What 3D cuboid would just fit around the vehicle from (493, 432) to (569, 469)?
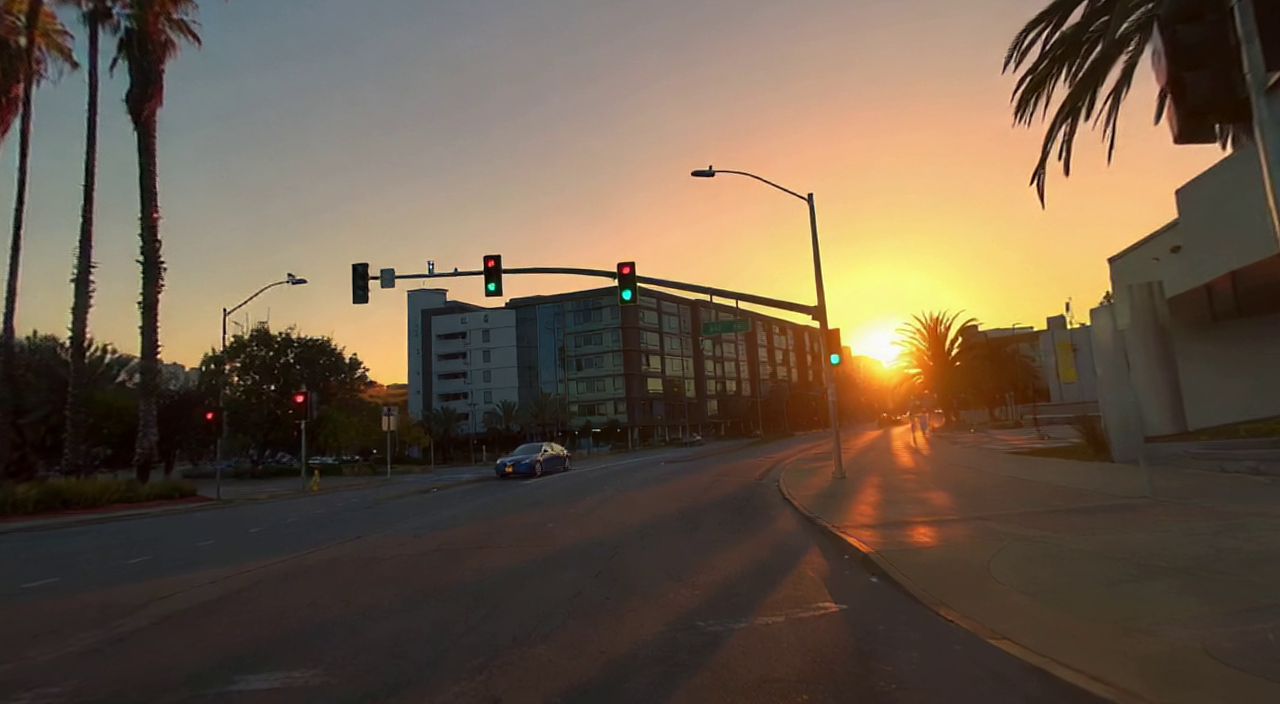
[{"bbox_3d":[-5.696,5.236,33.641,2.181,1.792,4.648,-3,-9,16],"label":"vehicle"}]
